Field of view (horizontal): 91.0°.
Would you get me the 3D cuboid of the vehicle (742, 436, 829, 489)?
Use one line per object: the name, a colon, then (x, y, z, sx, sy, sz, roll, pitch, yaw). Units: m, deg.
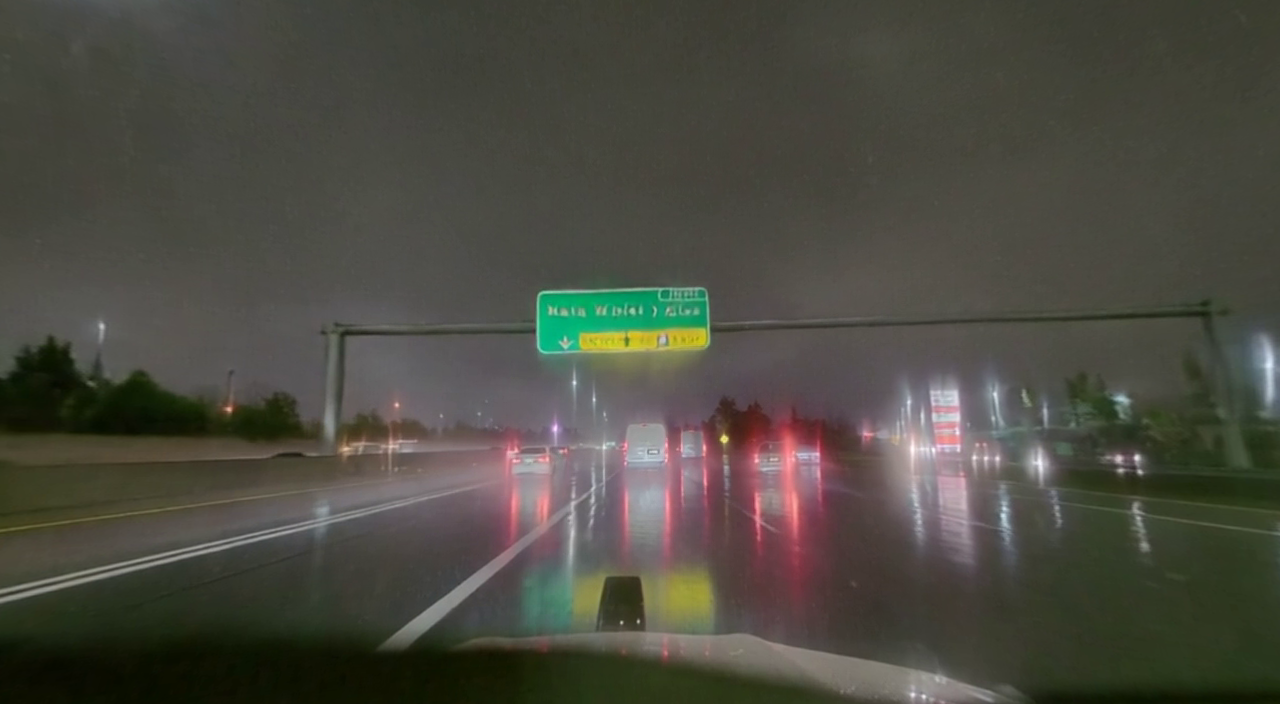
vehicle: (5.009, 3.869, 22.379, 2.146, 1.678, 4.489, 0, -8, 1)

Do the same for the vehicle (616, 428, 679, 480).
vehicle: (0.319, 4.471, 27.757, 2.509, 2.062, 4.639, 0, -9, 0)

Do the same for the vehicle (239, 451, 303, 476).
vehicle: (-22.868, 6.895, 39.156, 1.640, 1.464, 3.687, 0, -9, 2)

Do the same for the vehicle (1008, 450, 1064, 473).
vehicle: (30.864, 8.516, 49.238, 2.039, 1.718, 4.674, -1, -9, 10)

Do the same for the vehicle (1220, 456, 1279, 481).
vehicle: (42.976, 7.949, 43.159, 4.217, 1.445, 1.810, -5, -8, 12)

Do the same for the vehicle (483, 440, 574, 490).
vehicle: (-3.750, 3.914, 22.160, 2.173, 1.542, 4.781, 0, -8, 2)
